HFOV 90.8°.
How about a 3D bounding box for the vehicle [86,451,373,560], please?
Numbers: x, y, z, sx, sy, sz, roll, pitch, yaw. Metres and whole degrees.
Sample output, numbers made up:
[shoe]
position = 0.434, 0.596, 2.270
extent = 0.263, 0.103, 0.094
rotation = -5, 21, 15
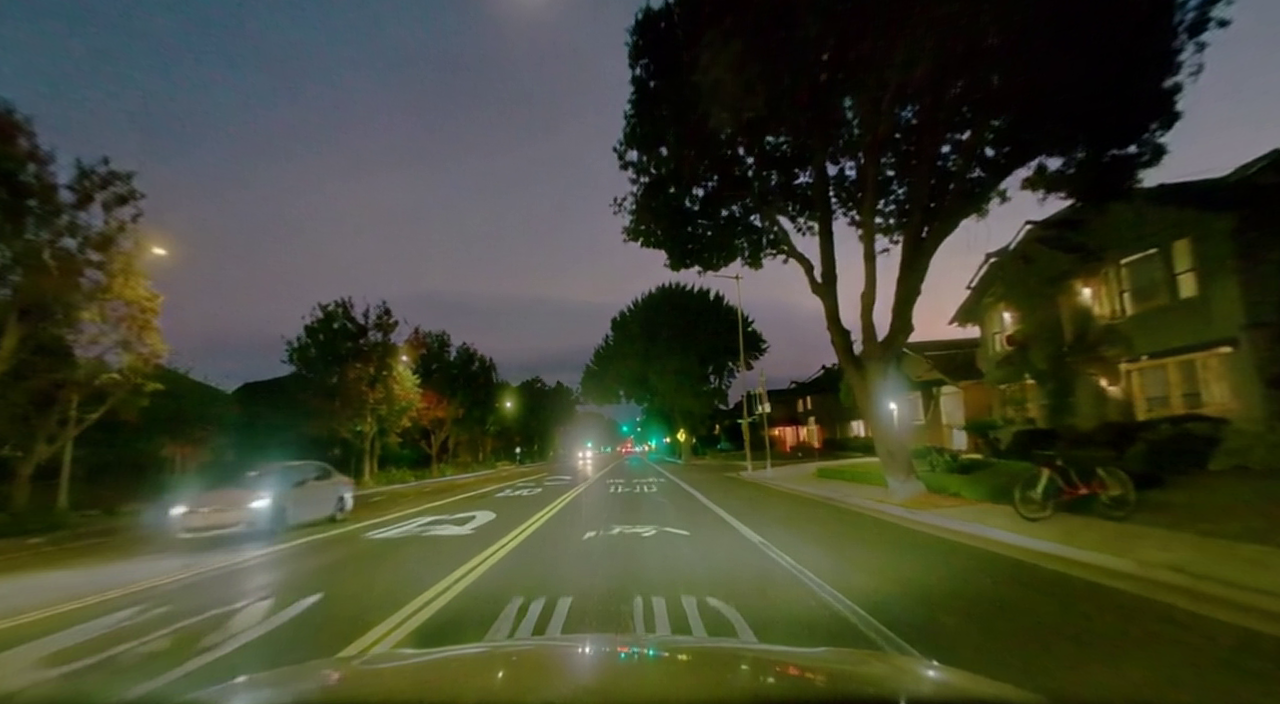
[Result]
[vehicle]
position = -6.909, 2.582, 11.491
extent = 2.006, 1.501, 4.789
rotation = 0, -9, 0
